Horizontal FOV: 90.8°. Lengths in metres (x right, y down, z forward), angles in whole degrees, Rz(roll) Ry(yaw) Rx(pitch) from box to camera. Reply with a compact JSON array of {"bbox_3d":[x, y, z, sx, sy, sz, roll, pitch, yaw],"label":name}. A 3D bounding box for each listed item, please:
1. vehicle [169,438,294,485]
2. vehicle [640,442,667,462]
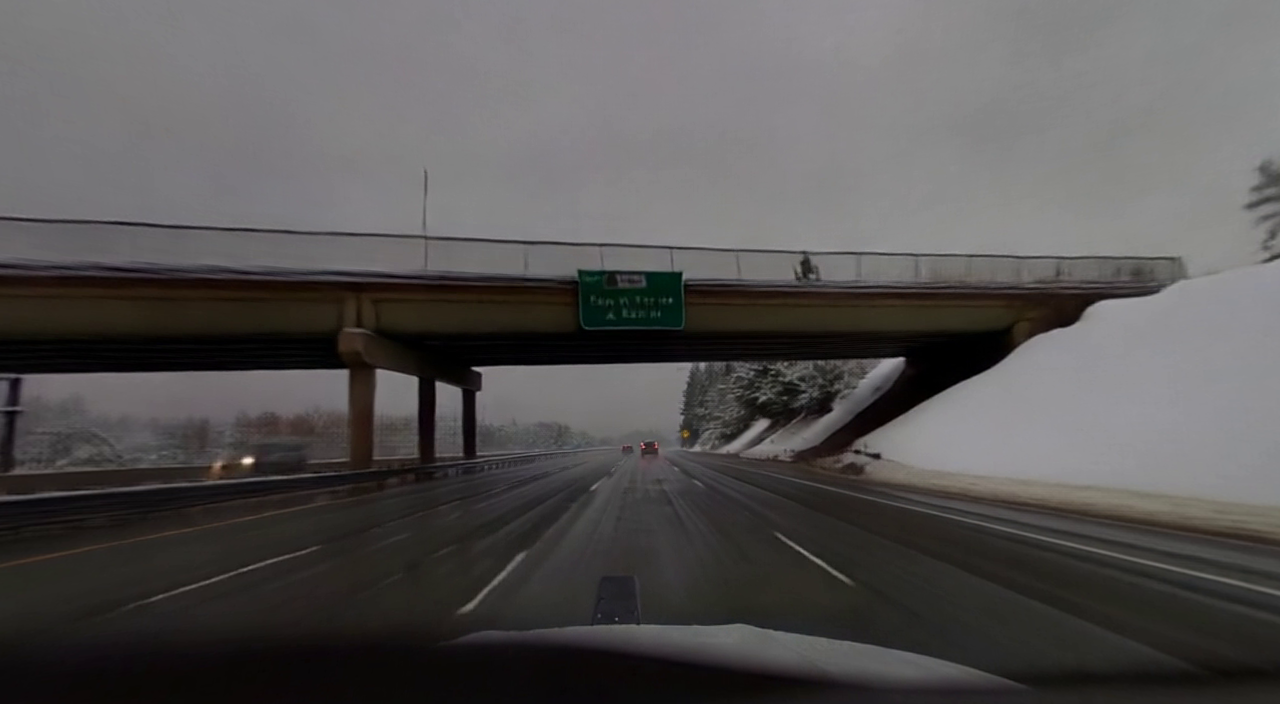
[{"bbox_3d":[-15.052,4.020,23.561,1.806,1.563,3.887,-1,-8,6],"label":"vehicle"},{"bbox_3d":[1.015,7.747,49.075,1.970,1.477,4.158,0,-8,0],"label":"vehicle"}]
